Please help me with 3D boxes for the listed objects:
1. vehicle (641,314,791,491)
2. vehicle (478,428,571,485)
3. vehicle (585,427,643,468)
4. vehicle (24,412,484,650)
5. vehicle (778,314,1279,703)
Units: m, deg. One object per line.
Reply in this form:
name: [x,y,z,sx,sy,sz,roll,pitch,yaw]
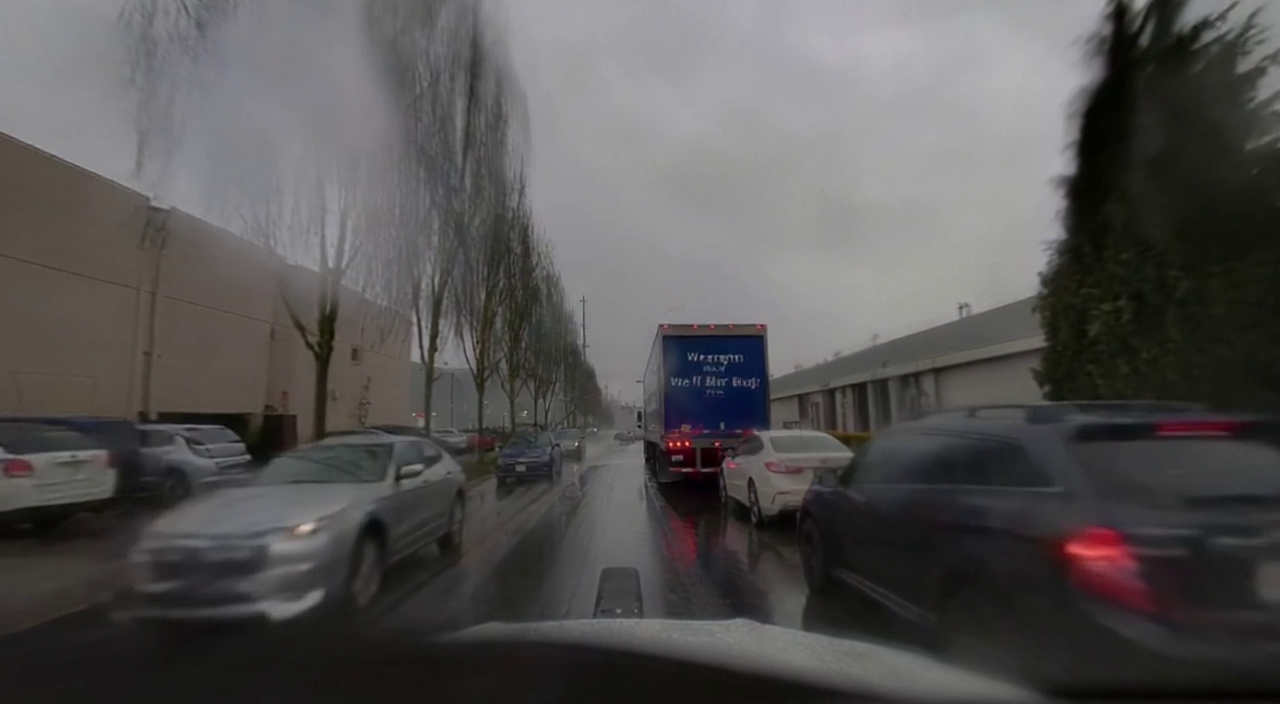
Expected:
vehicle: [1.760,2.124,21.888,2.865,4.113,14.471,0,-8,-2]
vehicle: [-3.331,3.097,19.070,2.033,1.508,4.298,0,-8,-1]
vehicle: [-0.972,3.818,25.306,2.160,1.498,3.909,0,-8,0]
vehicle: [-2.942,1.408,6.064,1.989,1.481,4.008,0,-8,-2]
vehicle: [2.398,0.999,4.049,1.875,1.674,4.231,0,-8,-3]
